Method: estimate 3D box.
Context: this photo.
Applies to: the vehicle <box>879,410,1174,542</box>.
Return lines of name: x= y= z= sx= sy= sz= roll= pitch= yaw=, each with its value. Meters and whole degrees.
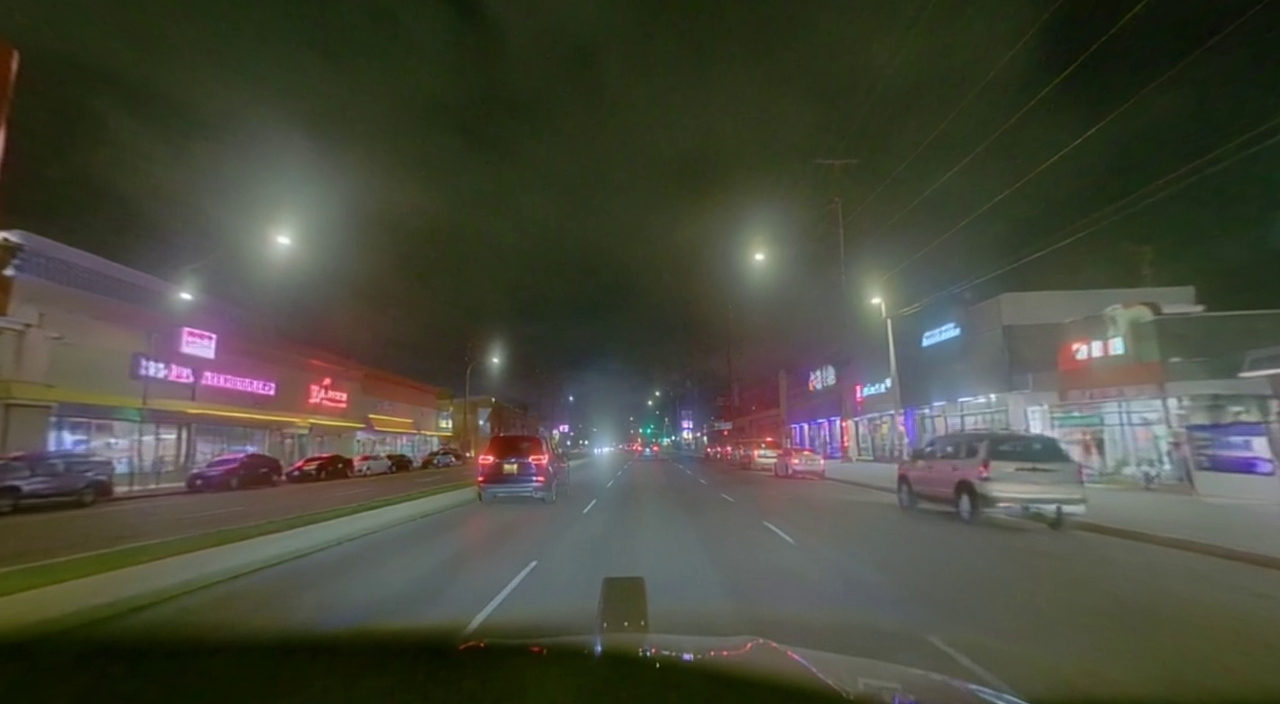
vehicle: x=6.431 y=2.130 z=11.491 sx=2.098 sy=1.845 sz=5.117 roll=0 pitch=-9 yaw=0

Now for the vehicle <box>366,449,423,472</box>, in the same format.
vehicle: x=-16.656 y=7.354 z=43.033 sx=2.046 sy=1.458 sz=4.539 roll=0 pitch=-9 yaw=0

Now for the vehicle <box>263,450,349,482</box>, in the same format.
vehicle: x=-17.007 y=5.809 z=32.362 sx=1.788 sy=1.475 sz=4.737 roll=0 pitch=-9 yaw=1

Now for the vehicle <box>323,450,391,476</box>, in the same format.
vehicle: x=-16.863 y=6.612 z=37.815 sx=1.800 sy=1.470 sz=4.548 roll=-1 pitch=-9 yaw=2

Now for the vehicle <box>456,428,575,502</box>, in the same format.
vehicle: x=-3.040 y=2.887 z=16.487 sx=2.049 sy=1.646 sz=4.445 roll=-1 pitch=-9 yaw=2

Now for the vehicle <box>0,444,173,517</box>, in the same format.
vehicle: x=-17.078 y=3.756 z=19.018 sx=2.293 sy=1.736 sz=4.871 roll=-2 pitch=-6 yaw=0

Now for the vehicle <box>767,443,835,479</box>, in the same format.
vehicle: x=7.048 y=4.801 z=28.032 sx=1.871 sy=1.478 sz=4.272 roll=0 pitch=-9 yaw=0

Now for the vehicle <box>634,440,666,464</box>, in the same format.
vehicle: x=0.641 y=6.613 z=41.748 sx=2.037 sy=1.484 sz=4.073 roll=0 pitch=-9 yaw=0

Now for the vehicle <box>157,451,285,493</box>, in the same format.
vehicle: x=-16.989 y=4.845 z=25.933 sx=1.984 sy=1.494 sz=4.815 roll=0 pitch=-9 yaw=0

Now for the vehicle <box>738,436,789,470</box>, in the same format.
vehicle: x=7.111 y=5.869 z=36.848 sx=2.005 sy=1.858 sz=5.253 roll=0 pitch=-9 yaw=0
